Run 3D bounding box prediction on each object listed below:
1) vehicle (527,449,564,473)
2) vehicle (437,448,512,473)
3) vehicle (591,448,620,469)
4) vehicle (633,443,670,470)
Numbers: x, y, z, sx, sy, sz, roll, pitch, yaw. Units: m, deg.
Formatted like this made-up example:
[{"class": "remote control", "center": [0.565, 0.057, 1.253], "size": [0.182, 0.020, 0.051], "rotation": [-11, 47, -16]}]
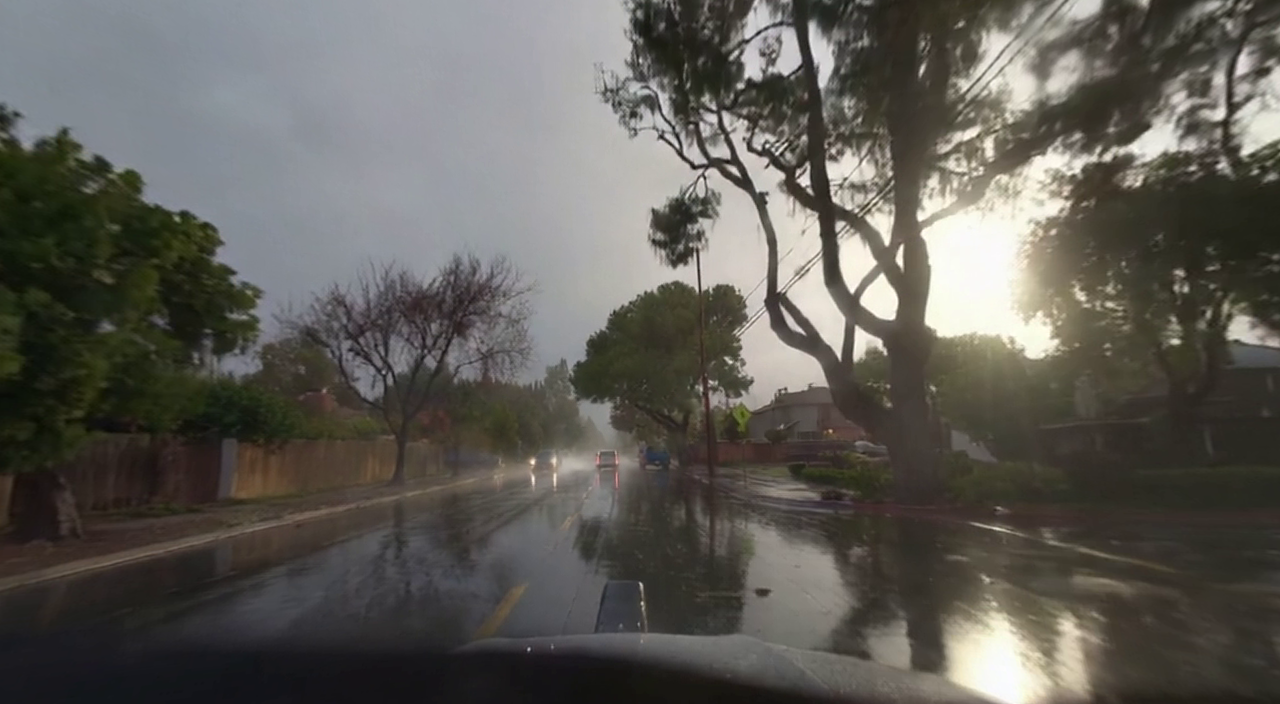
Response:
[{"class": "vehicle", "center": [-6.326, 7.358, 42.811], "size": [1.926, 1.513, 4.236], "rotation": [0, -8, -1]}, {"class": "vehicle", "center": [-12.158, 7.996, 46.645], "size": [4.947, 1.769, 2.023], "rotation": [0, -8, -2]}, {"class": "vehicle", "center": [-2.555, 7.852, 46.762], "size": [2.064, 1.477, 3.968], "rotation": [0, -8, -3]}, {"class": "vehicle", "center": [0.776, 7.922, 48.292], "size": [2.394, 1.901, 5.759], "rotation": [0, -8, -4]}]
